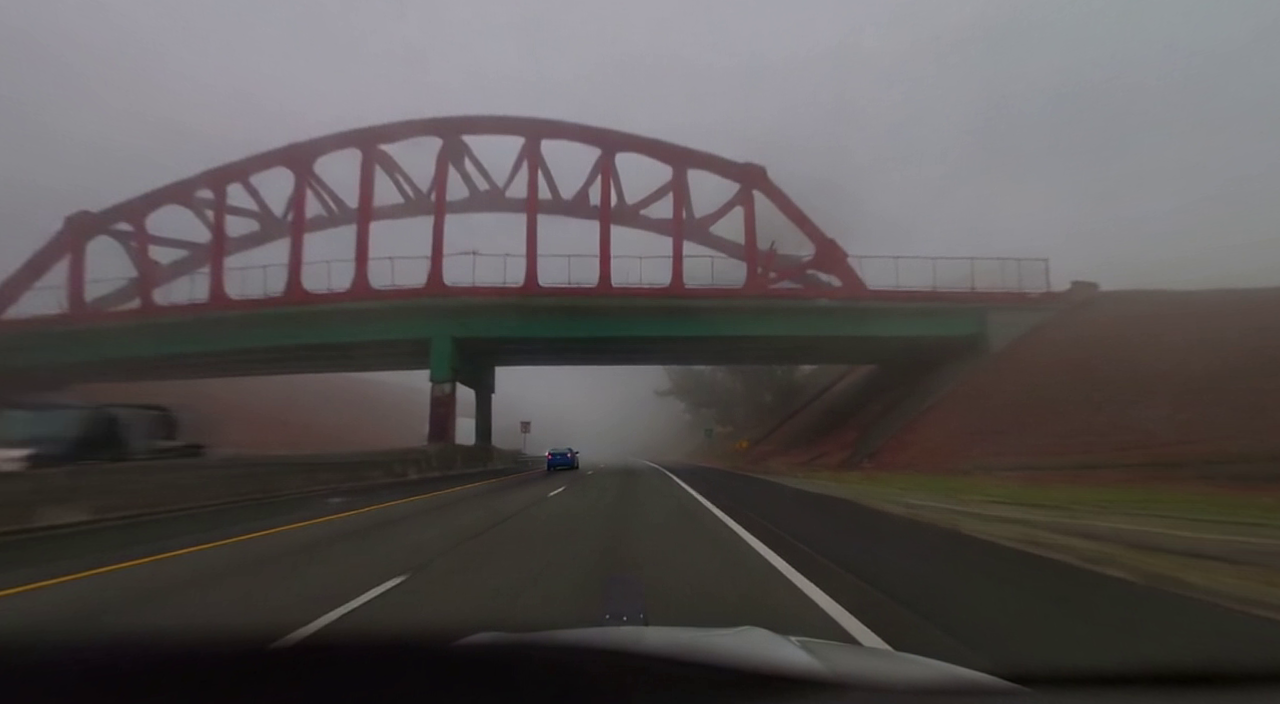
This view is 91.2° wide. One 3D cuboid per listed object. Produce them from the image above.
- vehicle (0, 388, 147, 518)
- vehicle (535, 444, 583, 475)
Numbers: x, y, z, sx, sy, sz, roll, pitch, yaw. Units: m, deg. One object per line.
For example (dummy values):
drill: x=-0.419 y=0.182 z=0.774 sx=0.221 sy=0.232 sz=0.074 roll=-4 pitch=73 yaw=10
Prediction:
vehicle: x=-12.649 y=1.888 z=11.670 sx=2.373 sy=2.306 sz=5.492 roll=0 pitch=-9 yaw=1
vehicle: x=-4.307 y=5.761 z=33.942 sx=2.052 sy=1.556 sz=4.405 roll=0 pitch=-9 yaw=-1
